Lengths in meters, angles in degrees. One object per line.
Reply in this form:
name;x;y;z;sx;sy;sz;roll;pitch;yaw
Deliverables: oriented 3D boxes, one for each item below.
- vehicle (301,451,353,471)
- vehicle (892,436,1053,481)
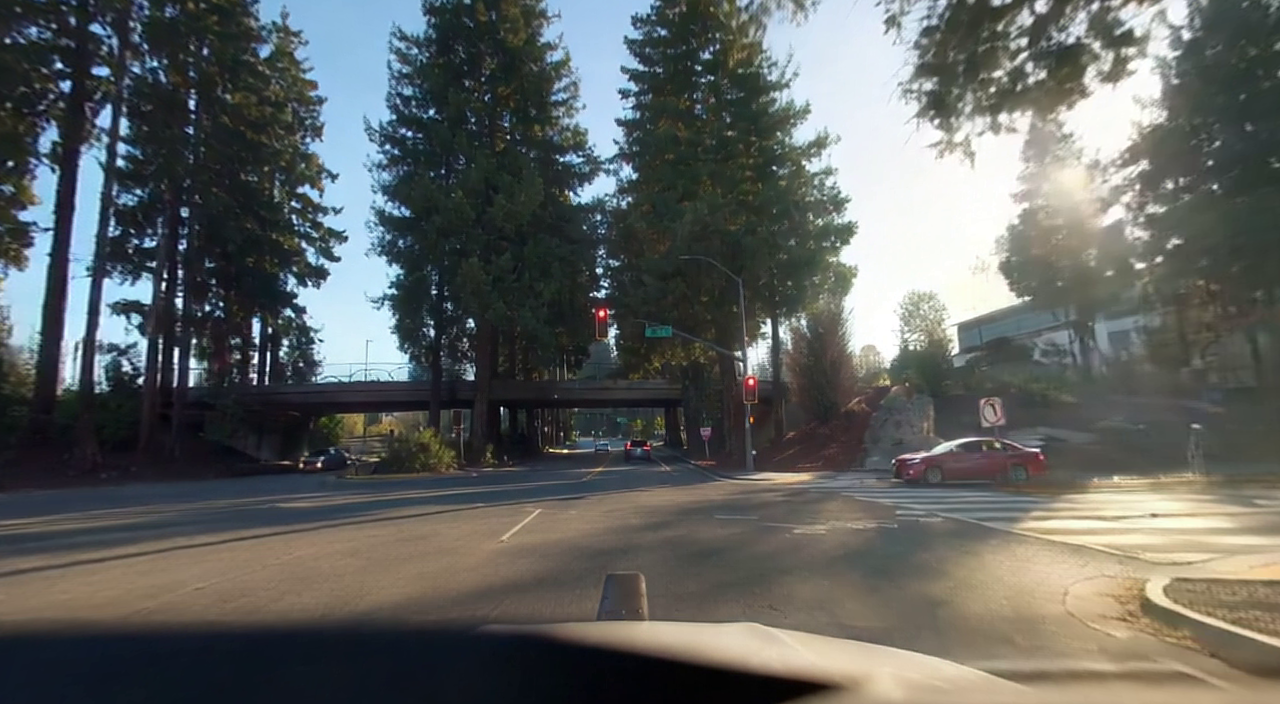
vehicle;-24.072;8.371;48.727;1.834;1.482;4.310;0;-9;-1
vehicle;11.517;3.680;22.041;4.691;1.466;1.800;1;-9;-7
